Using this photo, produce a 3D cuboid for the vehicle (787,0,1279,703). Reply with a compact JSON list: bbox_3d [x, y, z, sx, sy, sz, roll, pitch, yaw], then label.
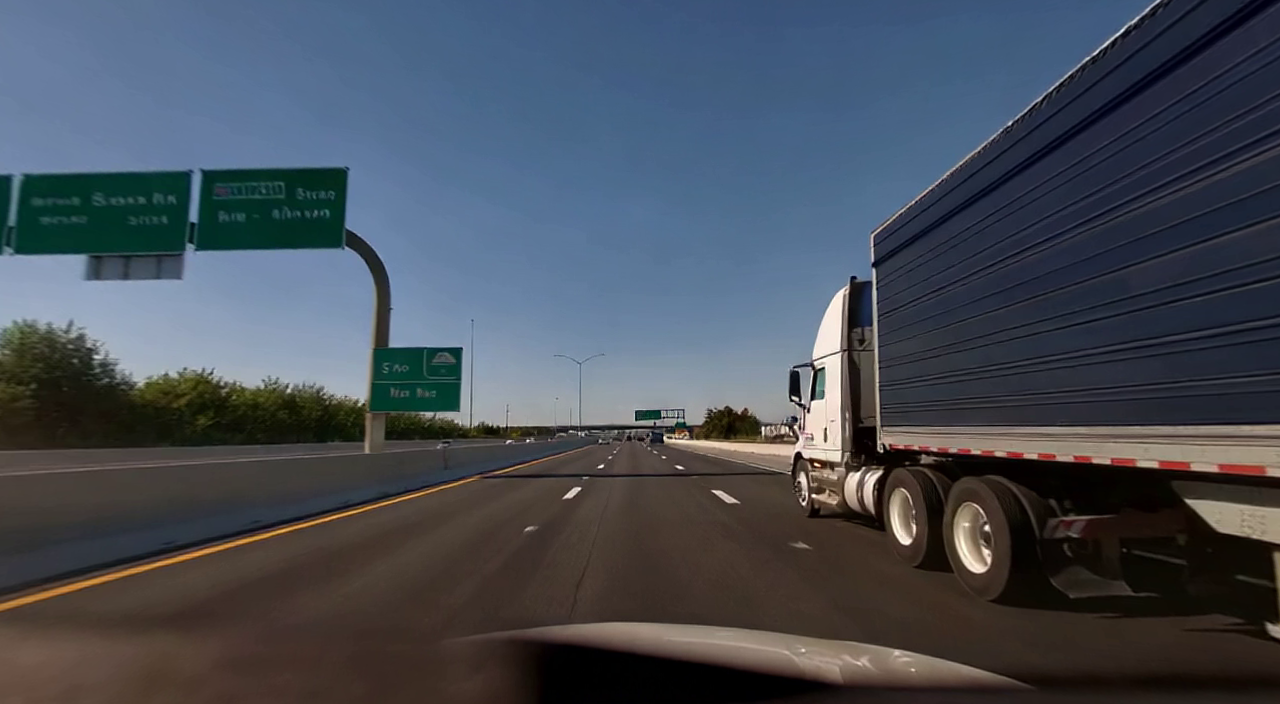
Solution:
[{"bbox_3d":[4.121,-0.276,3.567,3.220,3.912,12.116,0,-8,-2],"label":"vehicle"}]
